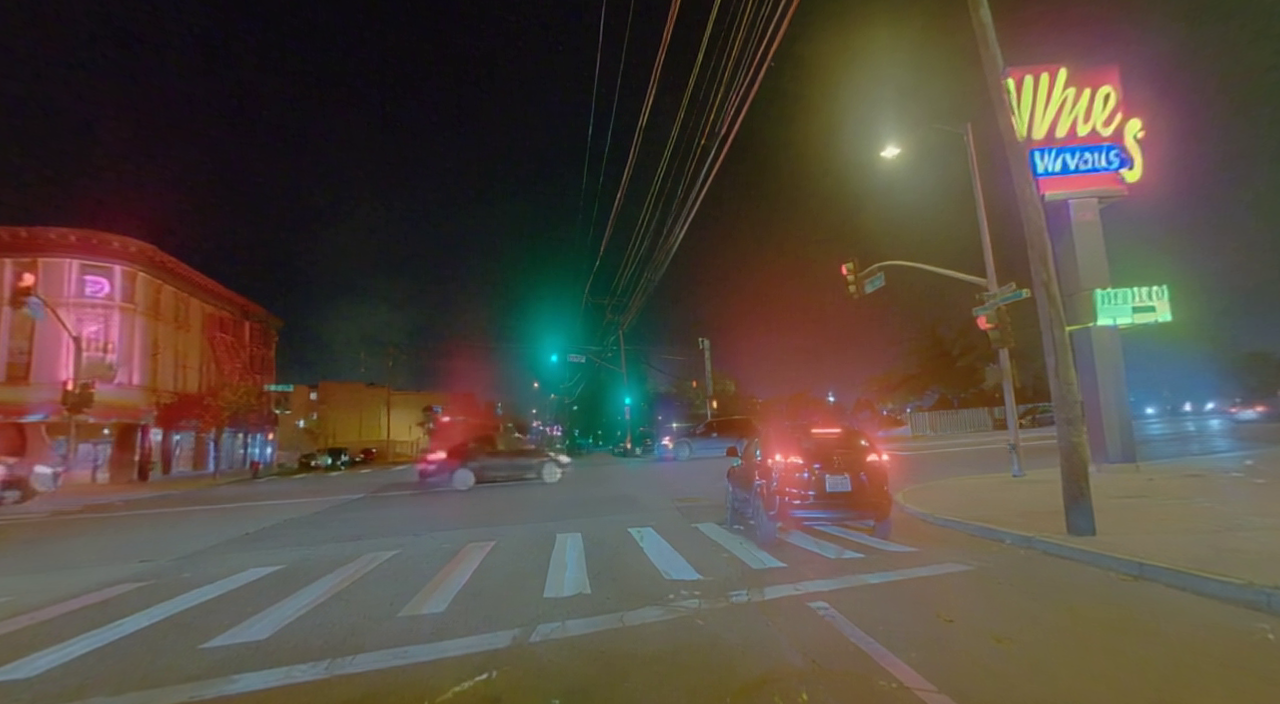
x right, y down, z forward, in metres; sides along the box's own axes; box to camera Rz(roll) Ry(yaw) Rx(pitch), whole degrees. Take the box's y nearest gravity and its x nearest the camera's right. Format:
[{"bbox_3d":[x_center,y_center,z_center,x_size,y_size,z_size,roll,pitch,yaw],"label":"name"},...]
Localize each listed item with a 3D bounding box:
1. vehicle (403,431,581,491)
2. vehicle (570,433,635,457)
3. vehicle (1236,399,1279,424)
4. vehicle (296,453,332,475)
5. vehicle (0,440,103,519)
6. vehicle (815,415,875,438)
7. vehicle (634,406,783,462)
[{"bbox_3d":[-4.049,2.959,17.501,4.433,1.453,1.804,4,-10,-29],"label":"vehicle"},{"bbox_3d":[-2.795,6.830,46.361,4.591,1.686,1.816,1,-9,-11],"label":"vehicle"},{"bbox_3d":[40.893,3.891,40.907,4.499,1.524,1.784,3,-9,-27],"label":"vehicle"},{"bbox_3d":[-23.398,7.985,45.232,1.942,1.413,4.229,5,-9,-30],"label":"vehicle"},{"bbox_3d":[-15.662,2.963,14.776,4.292,1.761,2.105,5,-10,-30],"label":"vehicle"},{"bbox_3d":[16.050,5.830,49.447,4.589,1.730,1.801,3,-10,-31],"label":"vehicle"},{"bbox_3d":[2.762,3.306,25.154,5.588,1.985,2.374,5,-10,-32],"label":"vehicle"}]
